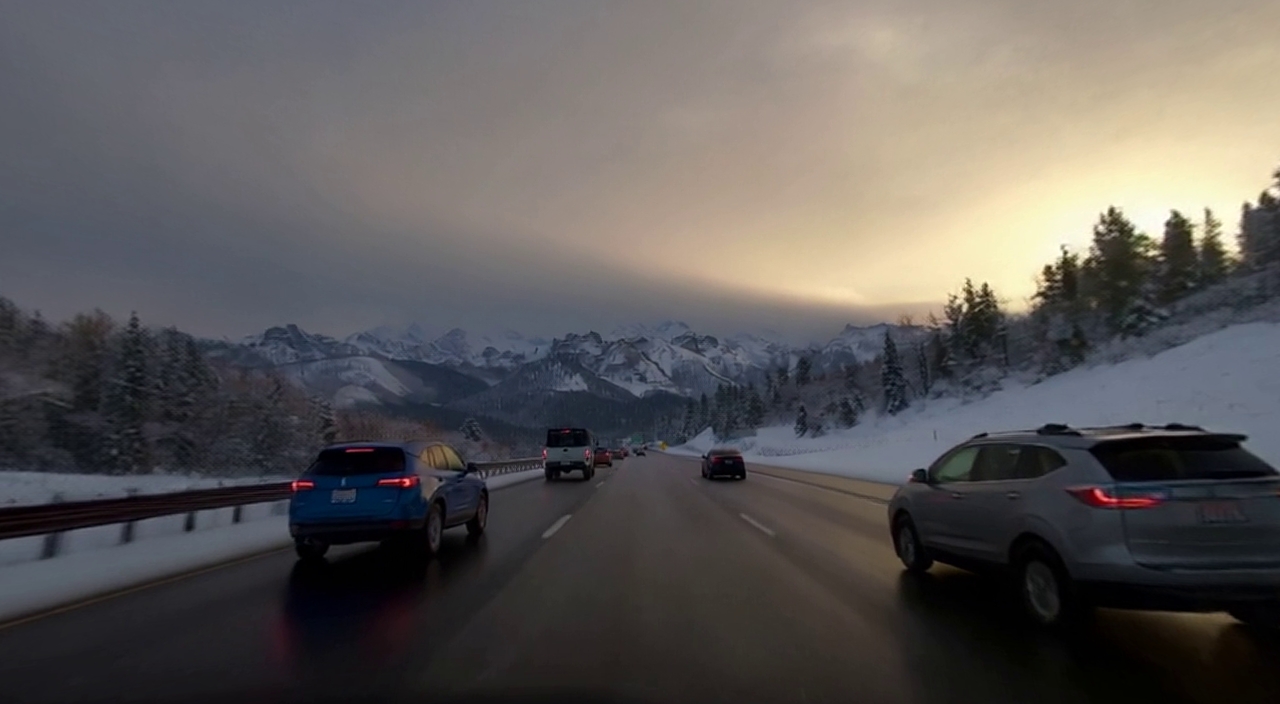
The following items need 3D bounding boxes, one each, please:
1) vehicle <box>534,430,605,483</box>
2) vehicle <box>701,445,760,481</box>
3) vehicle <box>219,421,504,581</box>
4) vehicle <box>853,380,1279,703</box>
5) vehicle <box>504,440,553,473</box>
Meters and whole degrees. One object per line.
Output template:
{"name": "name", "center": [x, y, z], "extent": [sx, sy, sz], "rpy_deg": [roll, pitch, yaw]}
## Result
{"name": "vehicle", "center": [-3.016, 4.671, 28.545], "extent": [2.494, 2.136, 5.539], "rpy_deg": [0, -8, 1]}
{"name": "vehicle", "center": [4.195, 5.203, 29.935], "extent": [2.071, 1.570, 4.637], "rpy_deg": [0, -8, 0]}
{"name": "vehicle", "center": [-3.488, 1.937, 9.003], "extent": [2.080, 1.716, 4.207], "rpy_deg": [0, -8, 1]}
{"name": "vehicle", "center": [3.697, 1.327, 5.480], "extent": [2.066, 1.696, 4.604], "rpy_deg": [0, -8, 0]}
{"name": "vehicle", "center": [-6.914, 6.571, 39.702], "extent": [2.149, 1.922, 4.976], "rpy_deg": [0, -8, 0]}
